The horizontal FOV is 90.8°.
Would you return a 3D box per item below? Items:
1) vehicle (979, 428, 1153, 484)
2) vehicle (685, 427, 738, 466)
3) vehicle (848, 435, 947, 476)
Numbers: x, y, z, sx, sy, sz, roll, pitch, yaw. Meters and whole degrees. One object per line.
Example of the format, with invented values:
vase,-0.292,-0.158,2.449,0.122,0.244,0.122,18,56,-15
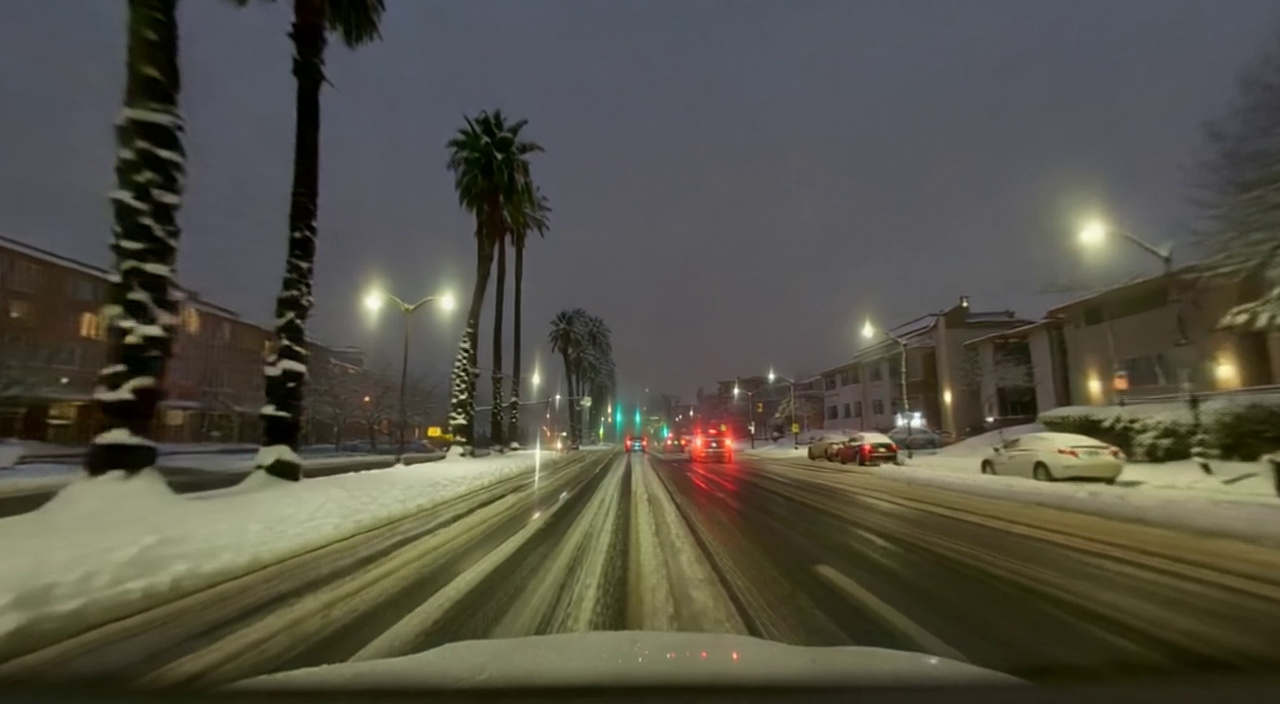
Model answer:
vehicle,13.708,3.406,20.829,2.009,1.600,4.960,0,-9,-4
vehicle,3.730,5.057,33.850,2.104,1.910,4.693,0,-9,-2
vehicle,10.180,4.139,25.376,1.871,1.465,4.395,0,-9,-3
